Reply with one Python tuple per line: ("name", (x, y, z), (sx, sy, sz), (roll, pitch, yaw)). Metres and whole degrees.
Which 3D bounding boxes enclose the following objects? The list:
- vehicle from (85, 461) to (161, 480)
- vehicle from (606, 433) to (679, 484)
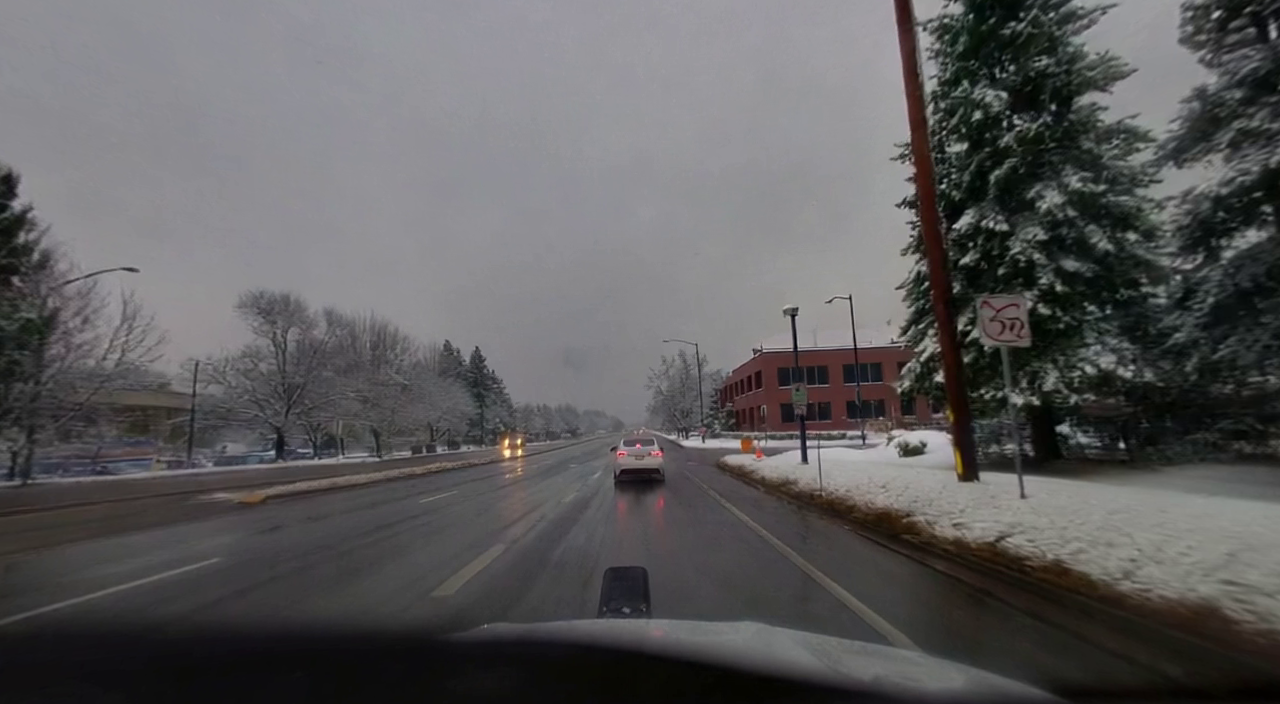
("vehicle", (-39.579, 9.069, 48.298), (4.111, 1.412, 1.777), (0, -8, -3))
("vehicle", (0.092, 3.384, 20.331), (2.112, 1.482, 4.076), (0, -8, 0))
